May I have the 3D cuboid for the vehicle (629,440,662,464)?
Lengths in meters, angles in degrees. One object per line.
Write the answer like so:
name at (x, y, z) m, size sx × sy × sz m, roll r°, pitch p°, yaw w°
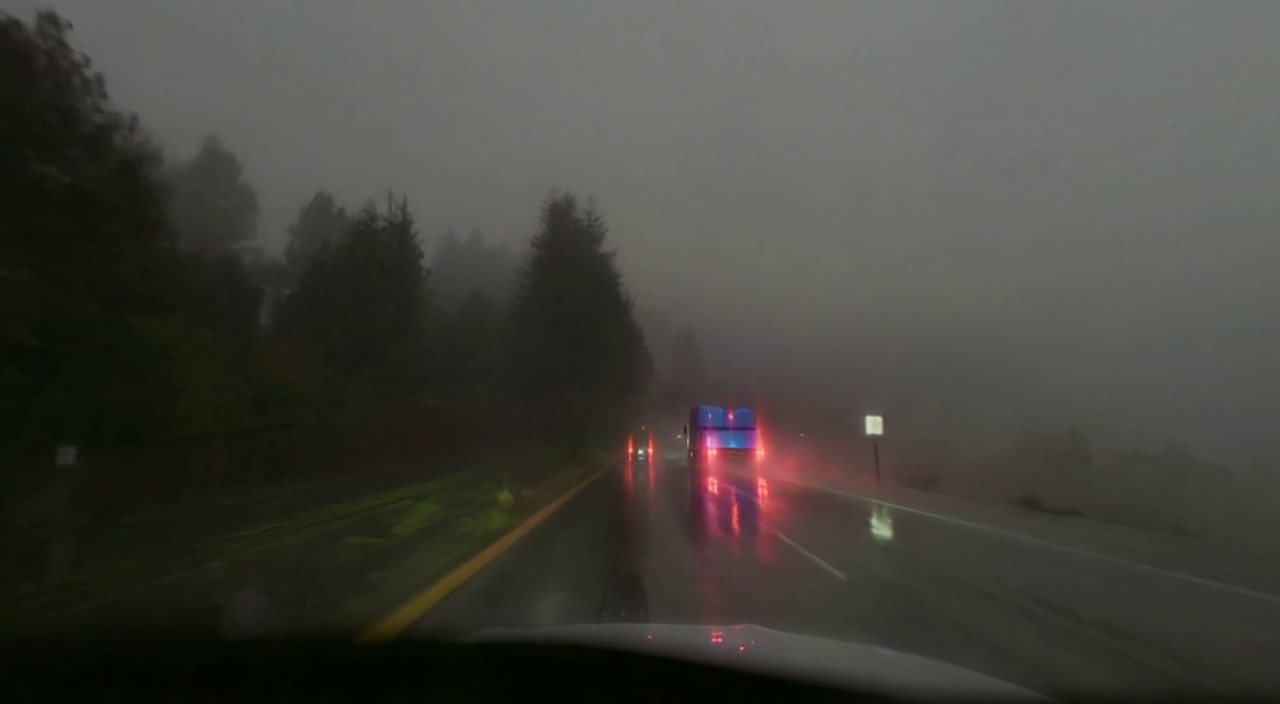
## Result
vehicle at (0.369, 6.953, 43.579) m, size 2.170 × 1.544 × 4.373 m, roll 0°, pitch -9°, yaw 0°

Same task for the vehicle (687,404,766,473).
vehicle at (4.375, 4.703, 33.670) m, size 3.015 × 3.211 × 7.982 m, roll 1°, pitch -9°, yaw -1°
